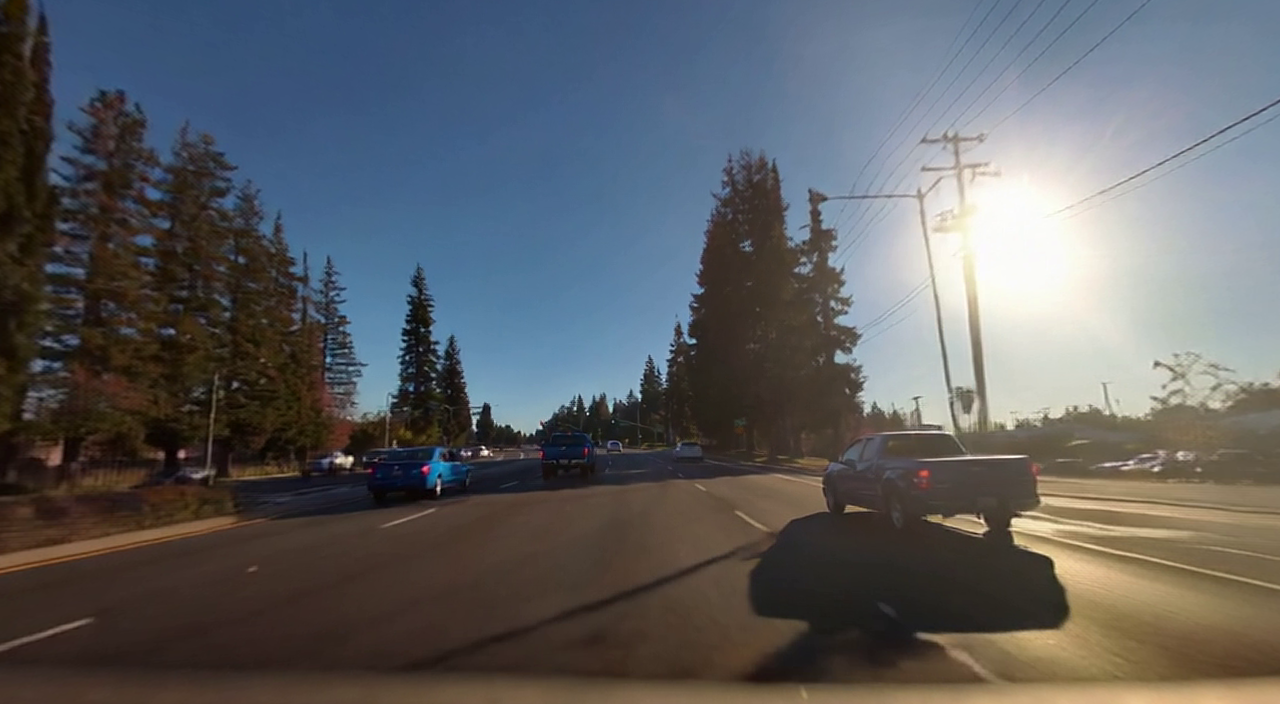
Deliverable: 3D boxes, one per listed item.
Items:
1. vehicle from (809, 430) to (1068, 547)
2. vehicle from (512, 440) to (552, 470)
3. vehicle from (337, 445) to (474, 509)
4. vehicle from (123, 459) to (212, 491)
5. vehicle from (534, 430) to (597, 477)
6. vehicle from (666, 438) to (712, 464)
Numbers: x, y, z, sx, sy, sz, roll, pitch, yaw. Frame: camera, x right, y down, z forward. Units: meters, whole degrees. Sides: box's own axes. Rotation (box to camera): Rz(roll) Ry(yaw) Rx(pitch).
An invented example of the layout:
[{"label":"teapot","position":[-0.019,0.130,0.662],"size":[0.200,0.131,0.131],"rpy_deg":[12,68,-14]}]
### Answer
[{"label":"vehicle","position":[4.348,2.039,10.220],"size":[1.840,1.428,4.602],"rpy_deg":[0,-8,-1]},{"label":"vehicle","position":[-7.440,7.176,43.866],"size":[2.169,1.865,4.739],"rpy_deg":[3,-11,-3]},{"label":"vehicle","position":[-6.298,3.378,17.674],"size":[2.035,1.497,4.723],"rpy_deg":[-1,-8,0]},{"label":"vehicle","position":[-28.778,7.497,38.674],"size":[1.911,1.701,4.473],"rpy_deg":[-1,-8,0]},{"label":"vehicle","position":[-3.438,4.840,30.367],"size":[2.467,1.991,6.089],"rpy_deg":[0,-8,-2]},{"label":"vehicle","position":[2.850,5.922,37.911],"size":[2.071,1.435,4.226],"rpy_deg":[0,-8,-5]}]
